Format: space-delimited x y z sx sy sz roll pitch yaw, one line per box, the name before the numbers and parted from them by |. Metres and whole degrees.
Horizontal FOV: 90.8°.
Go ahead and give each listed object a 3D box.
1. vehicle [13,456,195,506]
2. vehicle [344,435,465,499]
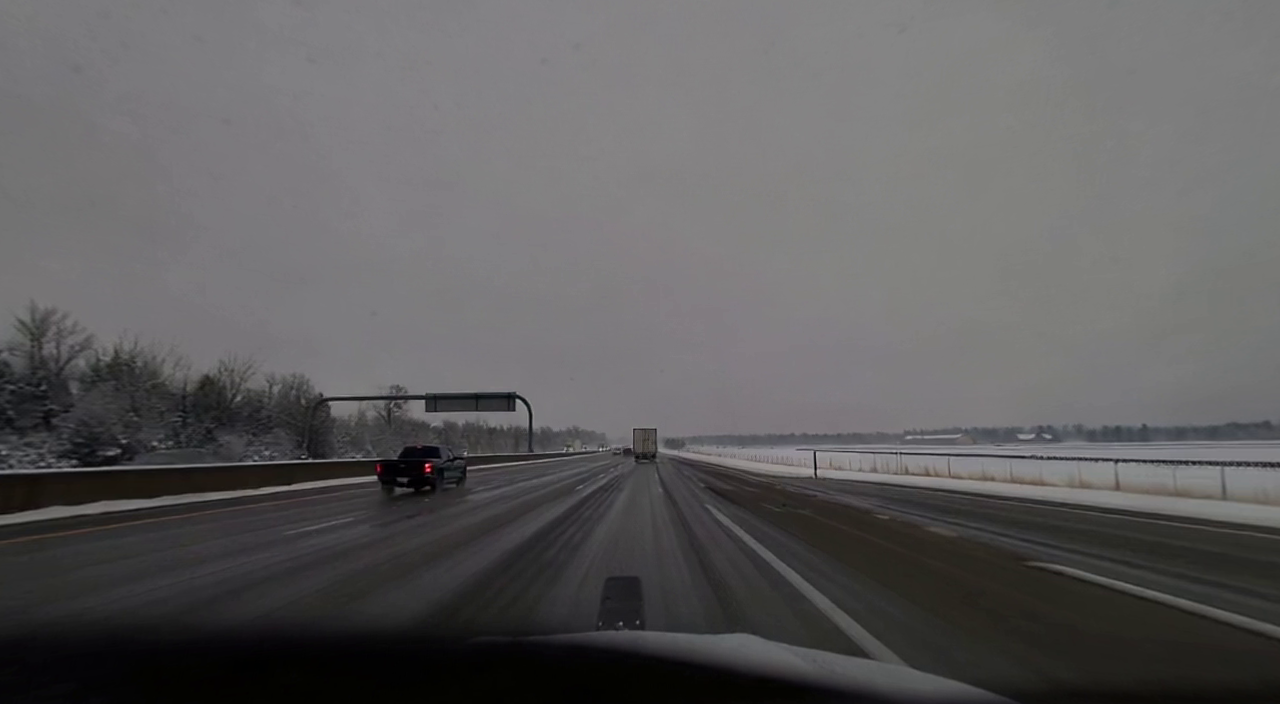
vehicle | -18.315 4.399 21.970 2.077 1.485 4.860 0 -9 0
vehicle | -7.486 3.708 20.677 2.052 1.817 4.744 0 -9 1
